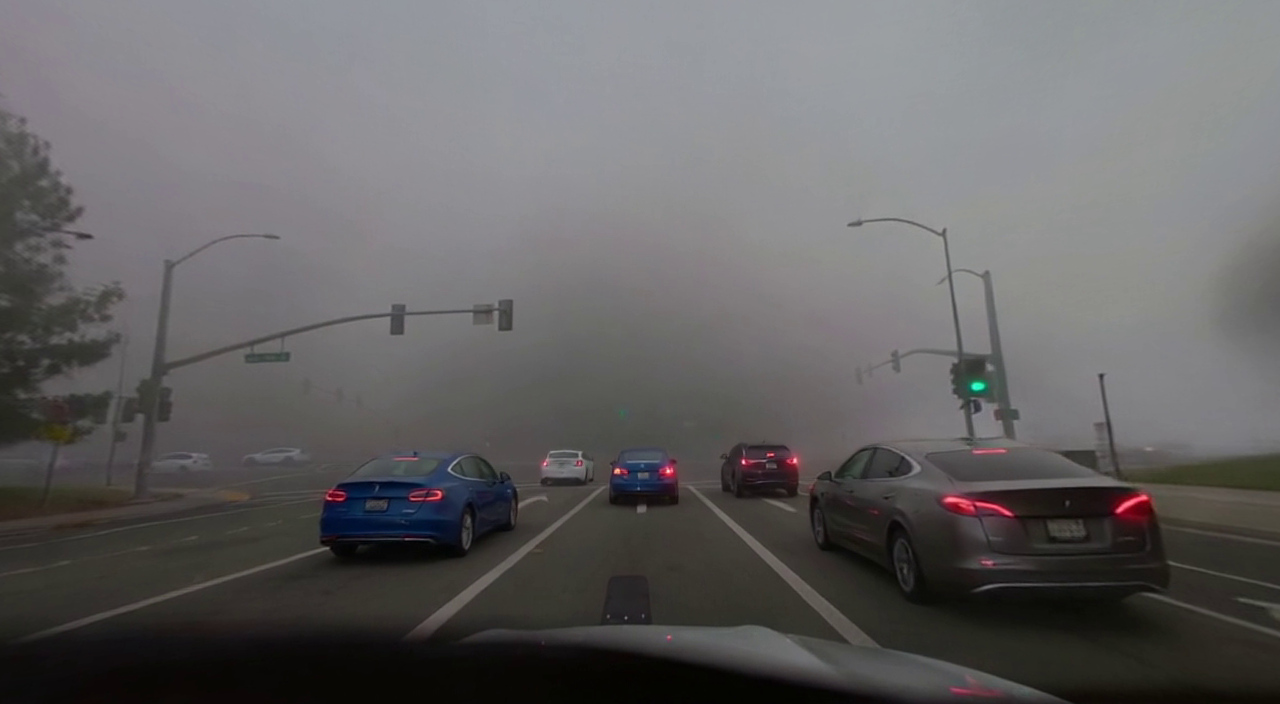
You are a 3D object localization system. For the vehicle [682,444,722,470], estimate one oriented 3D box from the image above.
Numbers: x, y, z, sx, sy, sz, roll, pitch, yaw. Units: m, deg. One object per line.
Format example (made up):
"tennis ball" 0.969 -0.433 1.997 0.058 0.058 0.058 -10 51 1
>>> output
"vehicle" 4.051 6.948 42.029 2.138 1.624 4.417 0 -8 -1

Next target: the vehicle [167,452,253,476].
"vehicle" -30.243 7.872 44.415 4.427 1.629 2.213 -1 -8 2

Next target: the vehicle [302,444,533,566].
"vehicle" -3.151 2.238 10.094 2.015 1.478 4.407 -1 -8 1

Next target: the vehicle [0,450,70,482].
"vehicle" -38.012 6.879 37.986 5.268 1.770 2.107 -2 -9 1

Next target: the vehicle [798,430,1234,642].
"vehicle" 3.342 1.691 6.986 1.951 1.522 4.614 0 -8 0

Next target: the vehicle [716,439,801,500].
"vehicle" 3.654 3.695 20.238 1.938 1.732 4.006 0 -8 0

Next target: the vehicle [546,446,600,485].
"vehicle" -2.879 4.939 27.818 2.089 1.537 4.073 0 -8 -2

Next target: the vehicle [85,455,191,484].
"vehicle" -29.689 6.947 37.370 4.551 1.533 2.070 -1 -8 2

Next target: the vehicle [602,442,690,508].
"vehicle" 0.098 3.319 17.496 2.144 1.563 4.218 0 -9 -1
